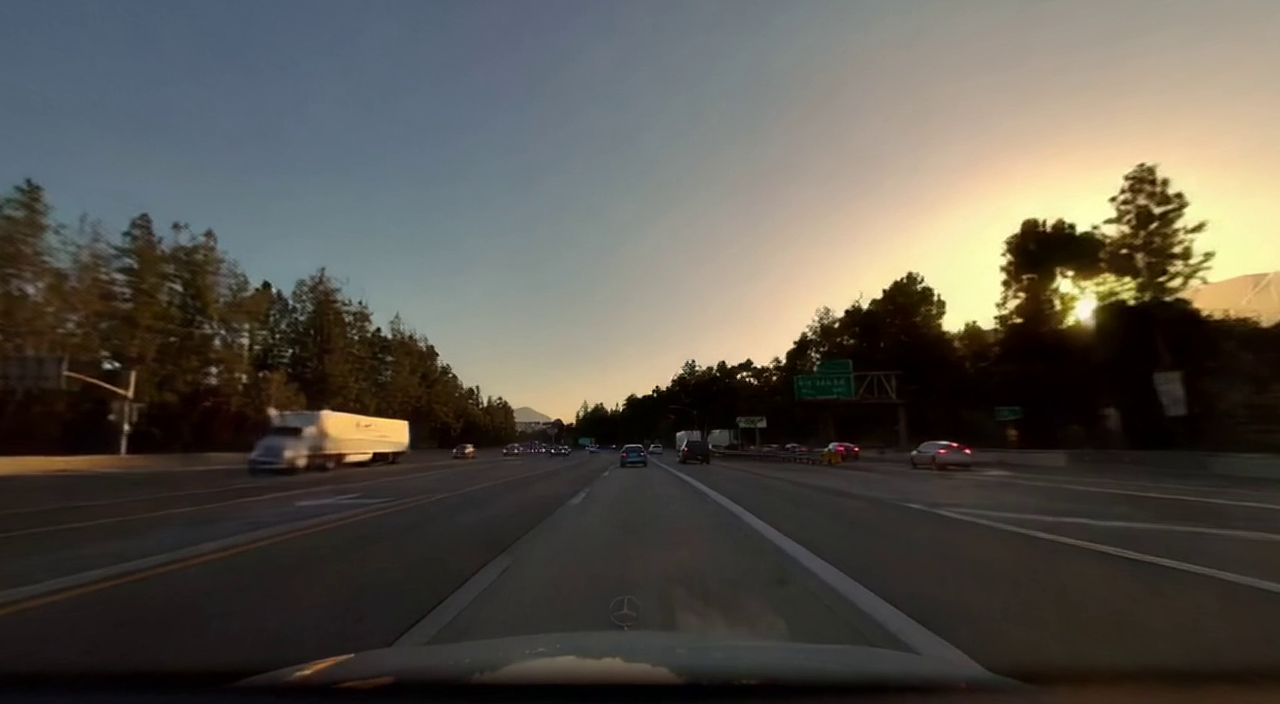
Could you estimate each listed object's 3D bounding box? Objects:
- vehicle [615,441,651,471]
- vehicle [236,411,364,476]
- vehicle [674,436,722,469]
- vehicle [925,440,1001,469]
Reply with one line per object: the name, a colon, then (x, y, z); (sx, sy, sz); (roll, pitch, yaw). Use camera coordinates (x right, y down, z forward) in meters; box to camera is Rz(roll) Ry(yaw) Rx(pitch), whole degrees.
vehicle: (-0.384, 6.393, 39.070); (2.105, 1.711, 4.293); (0, -9, 0)
vehicle: (-18.900, 5.230, 35.867); (2.928, 3.257, 7.814); (0, -9, -1)
vehicle: (3.755, 6.664, 41.913); (2.505, 2.020, 5.532); (0, -9, -1)
vehicle: (17.210, 5.473, 33.900); (1.872, 1.459, 4.502); (-1, -8, 3)
